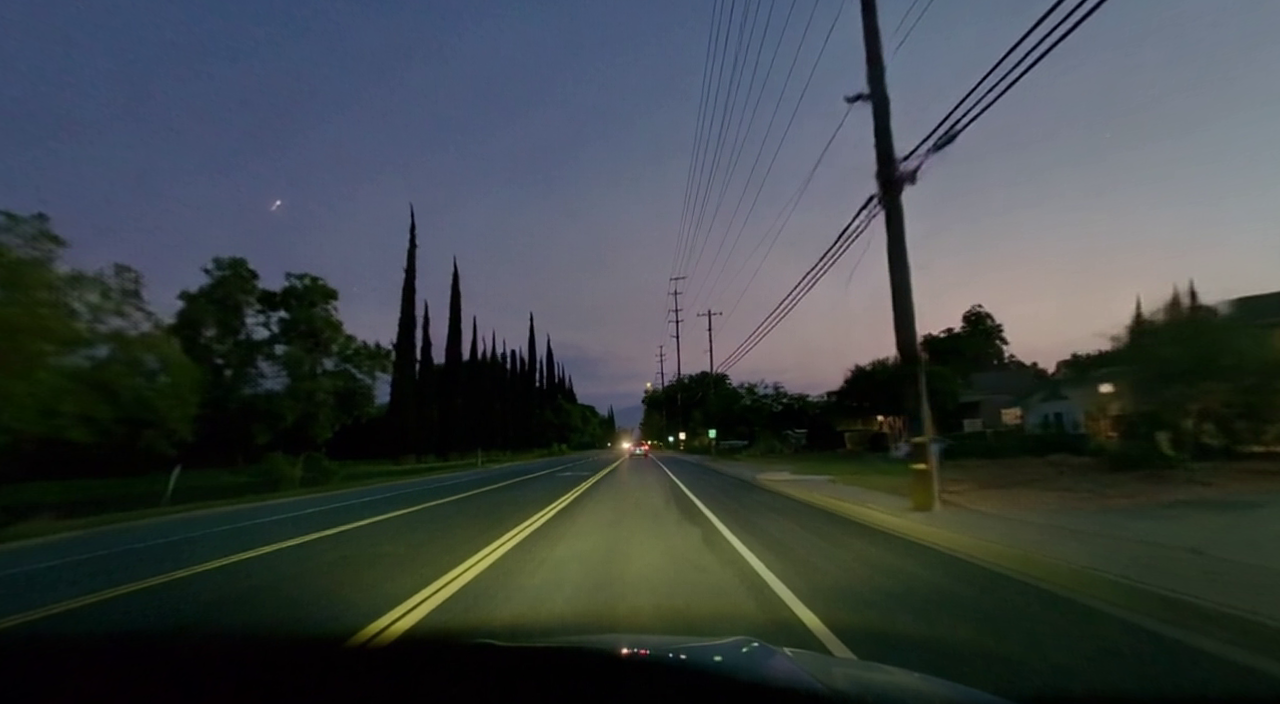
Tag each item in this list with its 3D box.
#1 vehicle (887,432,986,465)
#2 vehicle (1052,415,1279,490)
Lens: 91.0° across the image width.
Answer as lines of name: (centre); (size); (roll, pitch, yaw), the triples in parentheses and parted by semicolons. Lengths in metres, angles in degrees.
vehicle: (14.368, 4.692, 30.641); (3.855, 1.548, 1.937); (0, -9, -4)
vehicle: (12.310, 2.380, 15.139); (1.846, 1.523, 4.492); (0, -8, 2)
